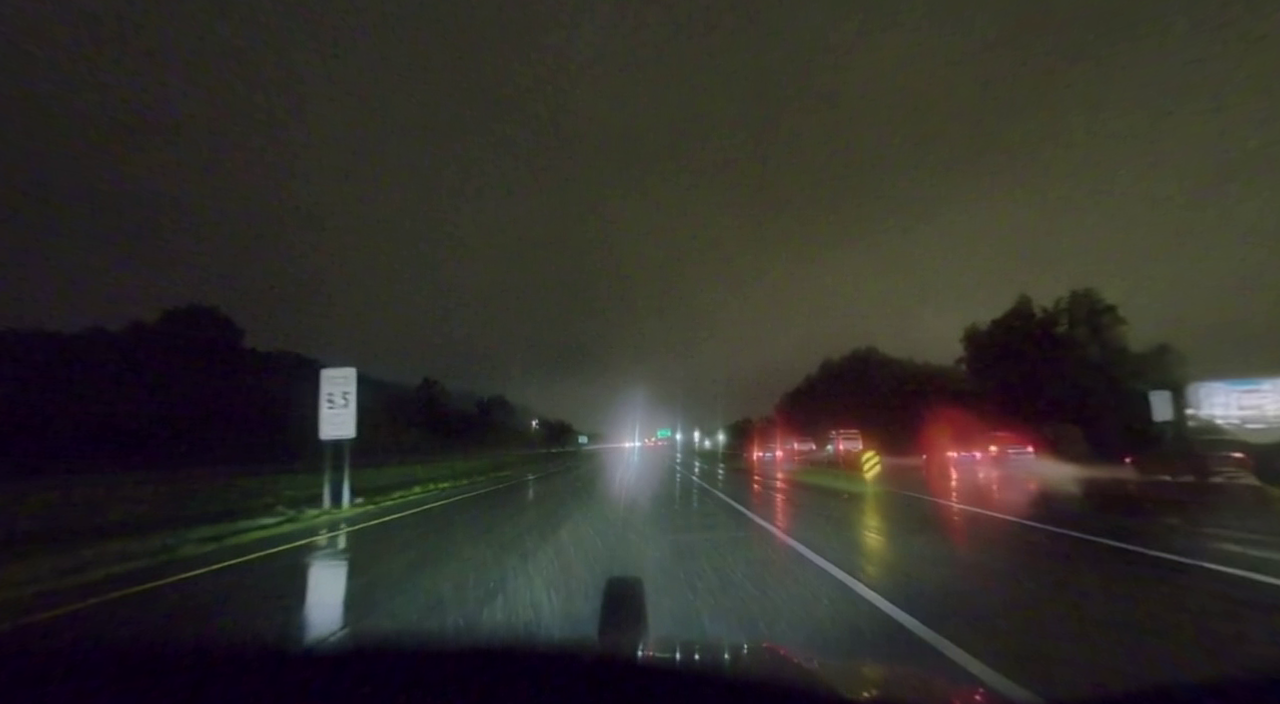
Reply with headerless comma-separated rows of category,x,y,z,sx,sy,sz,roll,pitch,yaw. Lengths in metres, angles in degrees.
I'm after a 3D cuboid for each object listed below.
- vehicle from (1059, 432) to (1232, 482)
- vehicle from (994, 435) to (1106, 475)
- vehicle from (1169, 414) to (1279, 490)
vehicle,28.754,6.040,36.605,2.981,2.531,8.487,0,-9,0
vehicle,29.083,7.337,45.277,3.048,2.634,7.590,-1,-8,1
vehicle,28.597,4.702,29.844,2.644,3.246,4.908,-1,-9,2
